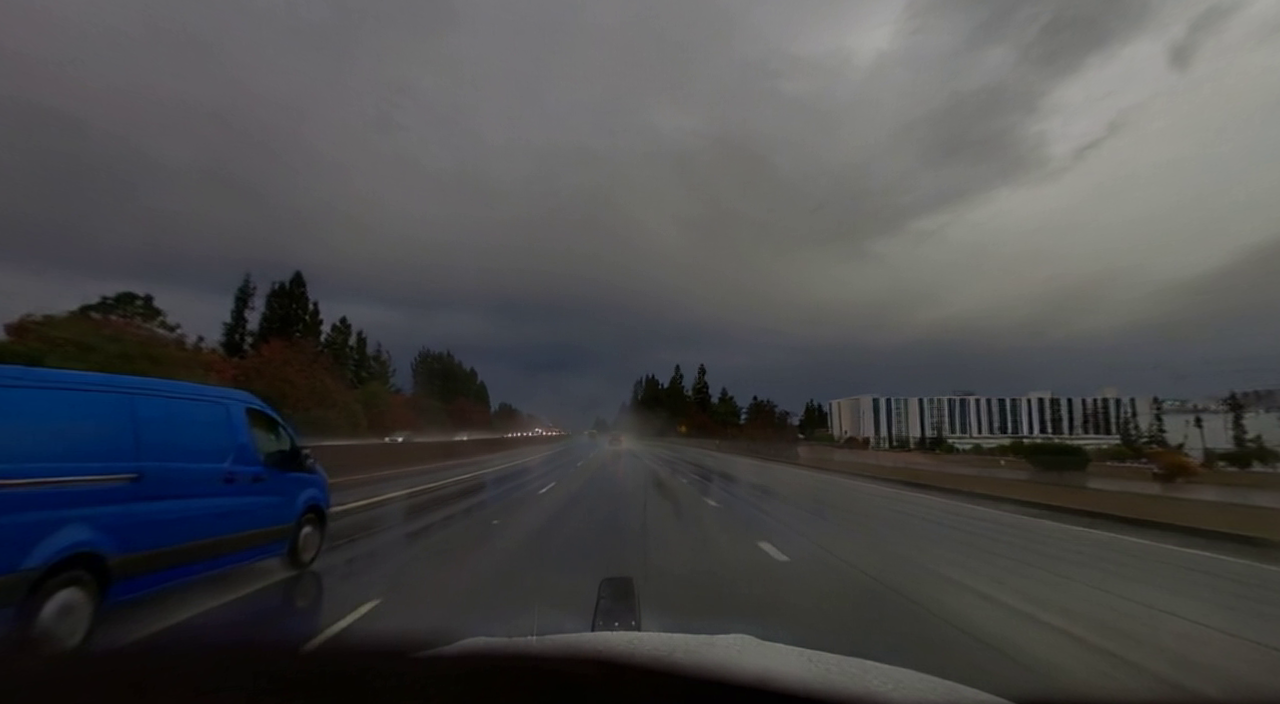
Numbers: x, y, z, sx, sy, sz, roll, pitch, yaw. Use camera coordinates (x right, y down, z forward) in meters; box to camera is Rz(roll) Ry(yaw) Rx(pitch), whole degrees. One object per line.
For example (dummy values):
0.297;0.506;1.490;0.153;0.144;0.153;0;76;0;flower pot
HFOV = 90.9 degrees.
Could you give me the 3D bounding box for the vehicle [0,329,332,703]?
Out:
-4.231;0.944;4.036;2.219;1.827;4.738;0;-8;-2;vehicle
